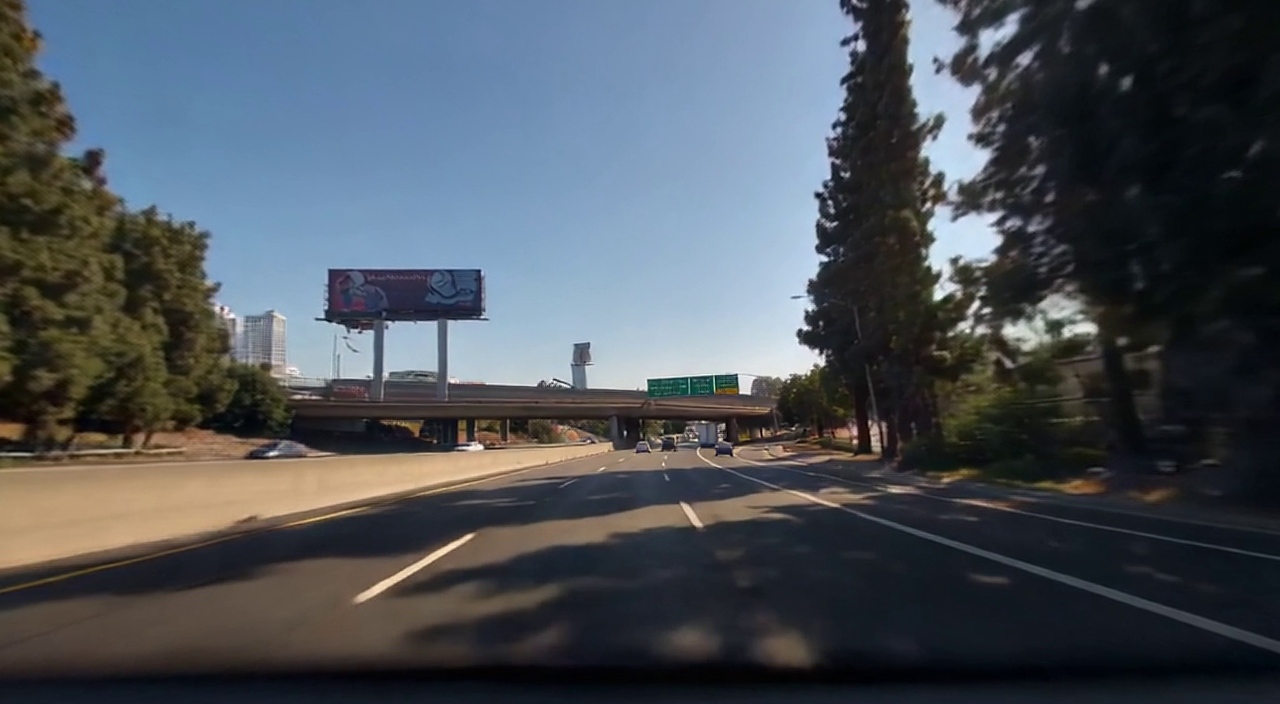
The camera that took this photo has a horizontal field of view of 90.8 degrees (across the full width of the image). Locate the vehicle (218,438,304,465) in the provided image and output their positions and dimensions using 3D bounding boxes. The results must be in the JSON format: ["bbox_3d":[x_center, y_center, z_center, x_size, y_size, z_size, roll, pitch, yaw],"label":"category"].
[{"bbox_3d":[-22.595,5.955,37.934,2.039,1.484,4.959,0,-8,2],"label":"vehicle"}]
